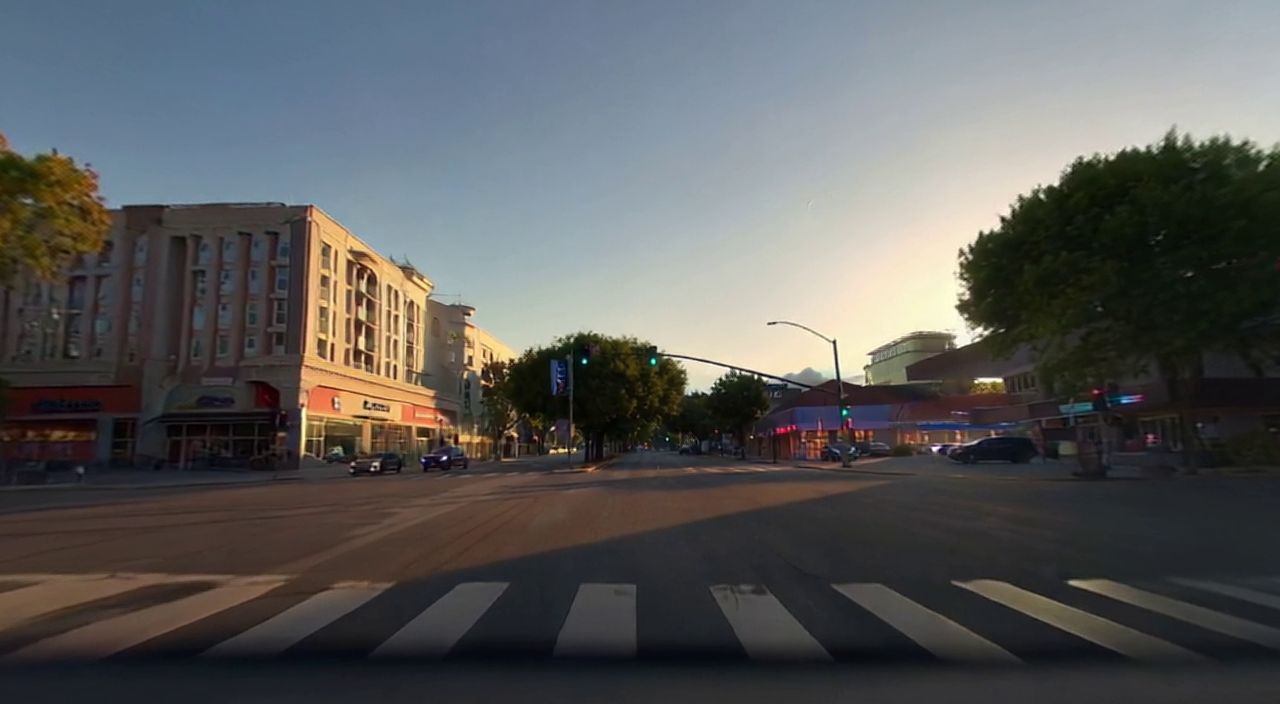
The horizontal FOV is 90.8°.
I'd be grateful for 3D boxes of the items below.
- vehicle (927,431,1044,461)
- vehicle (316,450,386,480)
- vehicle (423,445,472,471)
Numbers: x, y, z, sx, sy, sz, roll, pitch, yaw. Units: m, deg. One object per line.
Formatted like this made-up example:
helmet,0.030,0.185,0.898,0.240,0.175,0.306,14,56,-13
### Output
vehicle,20.904,5.705,38.385,5.587,1.689,2.605,0,-9,-3
vehicle,-16.598,6.483,36.600,1.924,1.557,4.357,0,-8,1
vehicle,-12.975,7.165,42.772,1.892,1.639,4.311,0,-8,1
